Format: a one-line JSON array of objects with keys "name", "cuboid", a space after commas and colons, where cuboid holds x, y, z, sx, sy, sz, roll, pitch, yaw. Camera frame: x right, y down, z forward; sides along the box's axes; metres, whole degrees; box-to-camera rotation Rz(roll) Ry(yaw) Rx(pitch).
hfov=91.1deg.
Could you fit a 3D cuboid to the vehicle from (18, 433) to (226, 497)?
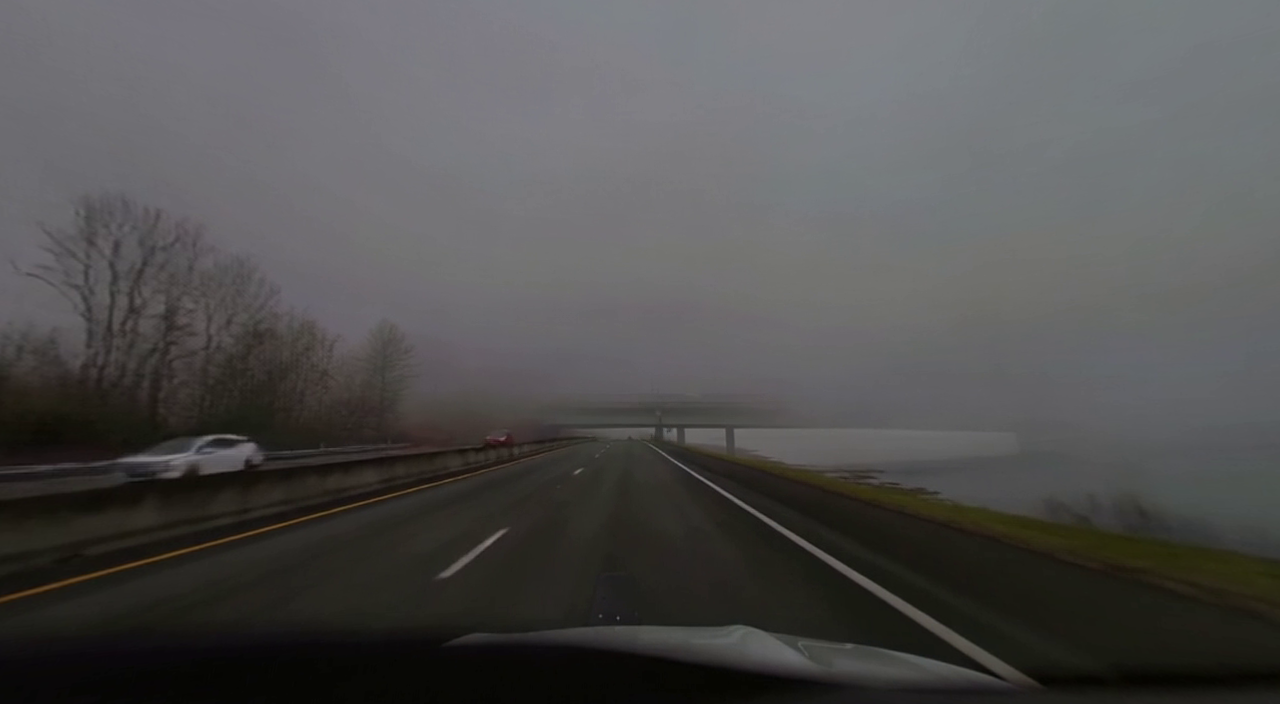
[{"name": "vehicle", "cuboid": [-13.925, 3.029, 17.364, 1.892, 1.508, 4.530, 0, -8, 0]}]
